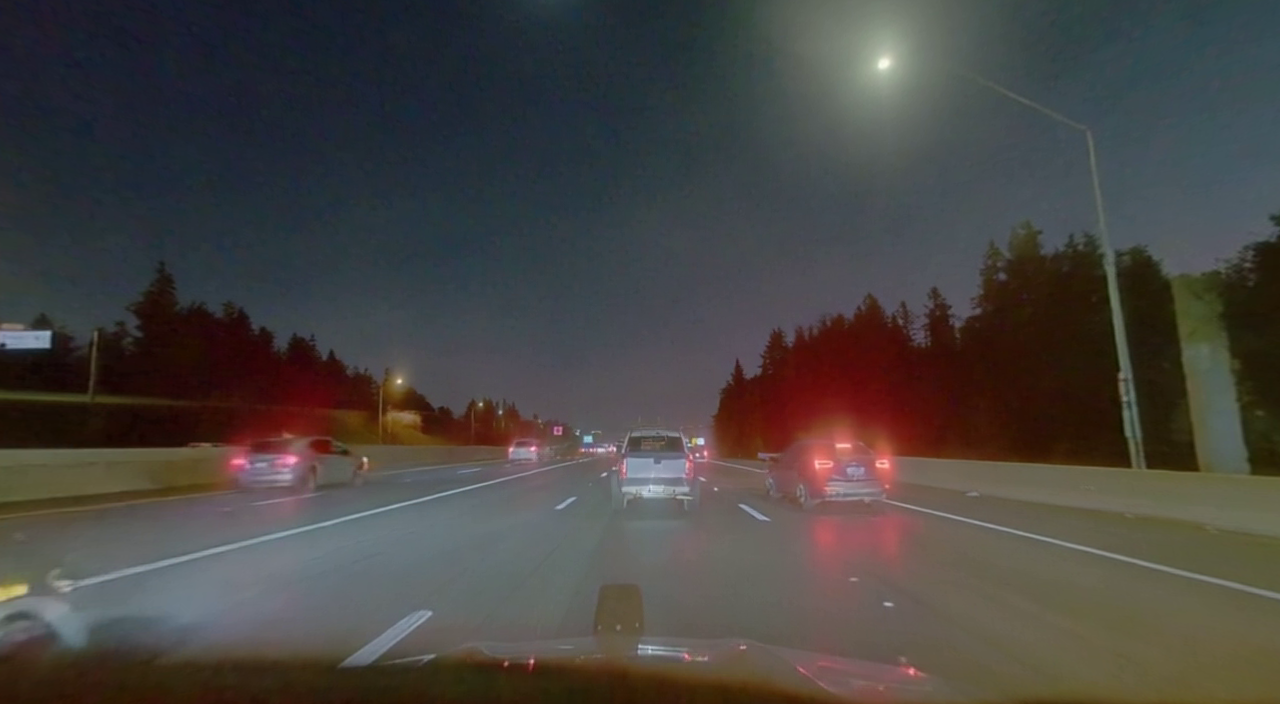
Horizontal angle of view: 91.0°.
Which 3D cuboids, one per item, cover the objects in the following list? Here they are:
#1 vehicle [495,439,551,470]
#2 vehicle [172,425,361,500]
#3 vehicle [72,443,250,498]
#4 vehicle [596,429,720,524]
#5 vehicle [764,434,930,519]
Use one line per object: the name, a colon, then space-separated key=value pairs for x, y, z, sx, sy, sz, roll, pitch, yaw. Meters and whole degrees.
vehicle: x=-6.512 y=5.767 z=35.562 sx=2.127 sy=1.644 sz=4.631 roll=0 pitch=-9 yaw=1
vehicle: x=-10.307 y=3.102 z=18.027 sx=2.213 sy=1.824 sz=4.990 roll=0 pitch=-9 yaw=2
vehicle: x=-14.377 y=3.551 z=19.313 sx=1.961 sy=1.483 sz=4.353 roll=0 pitch=-9 yaw=1
vehicle: x=0.302 y=2.352 z=12.361 sx=2.044 sy=1.554 sz=3.824 roll=0 pitch=-9 yaw=0
vehicle: x=4.185 y=2.597 z=13.706 sx=2.002 sy=1.499 sz=4.710 roll=0 pitch=-9 yaw=0
